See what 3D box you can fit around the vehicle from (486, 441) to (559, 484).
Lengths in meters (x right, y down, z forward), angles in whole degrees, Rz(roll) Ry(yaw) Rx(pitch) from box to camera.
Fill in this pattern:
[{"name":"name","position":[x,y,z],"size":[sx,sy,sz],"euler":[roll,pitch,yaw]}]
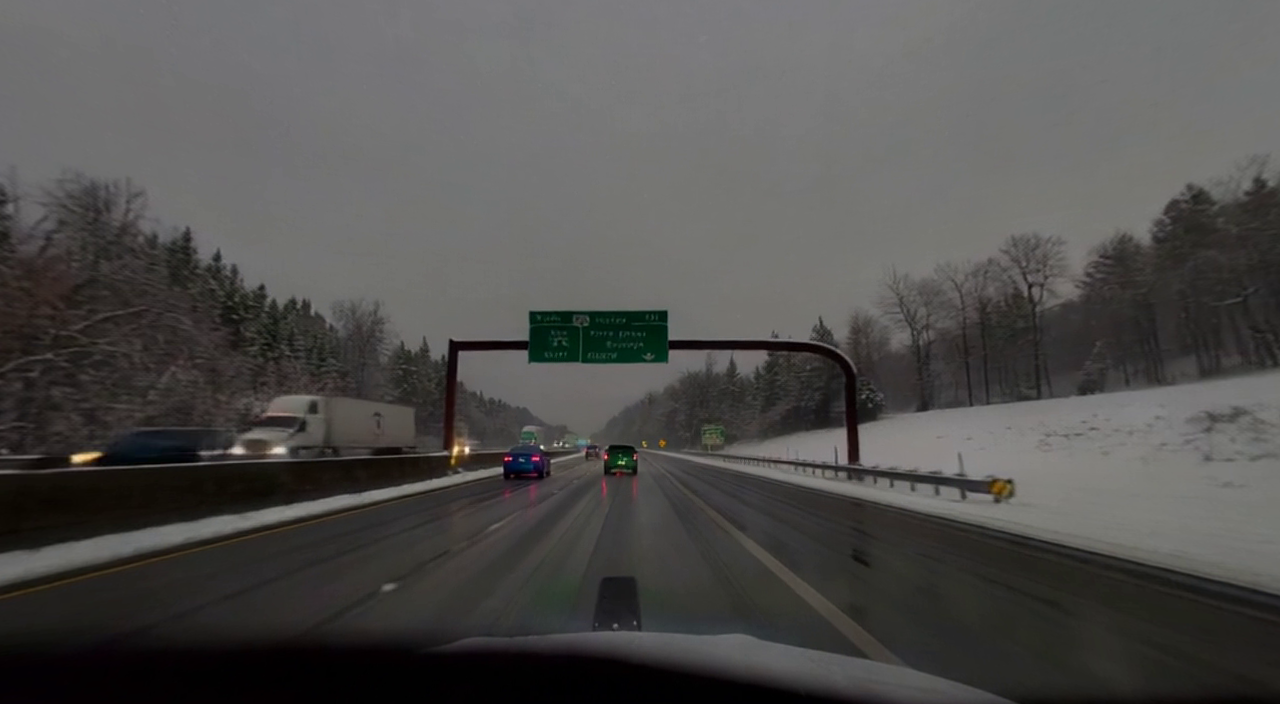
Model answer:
[{"name":"vehicle","position":[-4.683,4.483,25.723],"size":[2.103,1.588,4.709],"euler":[-1,-9,0]}]

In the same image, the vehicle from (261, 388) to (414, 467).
[{"name":"vehicle","position":[-18.151,4.969,39.444],"size":[2.895,4.041,14.097],"euler":[0,-9,-1]}]

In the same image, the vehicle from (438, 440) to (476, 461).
[{"name":"vehicle","position":[-14.564,7.834,49.955],"size":[1.866,1.584,3.939],"euler":[0,-9,-1]}]

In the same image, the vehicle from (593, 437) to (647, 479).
[{"name":"vehicle","position":[-0.879,4.729,28.067],"size":[2.220,1.711,4.056],"euler":[0,-9,-1]}]

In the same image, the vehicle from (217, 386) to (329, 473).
[{"name":"vehicle","position":[-17.932,3.877,30.979],"size":[2.989,3.994,3.933],"euler":[0,-9,-2]}]

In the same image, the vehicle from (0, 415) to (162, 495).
[{"name":"vehicle","position":[-13.998,2.435,14.854],"size":[1.938,1.619,4.246],"euler":[-1,-9,0]}]
